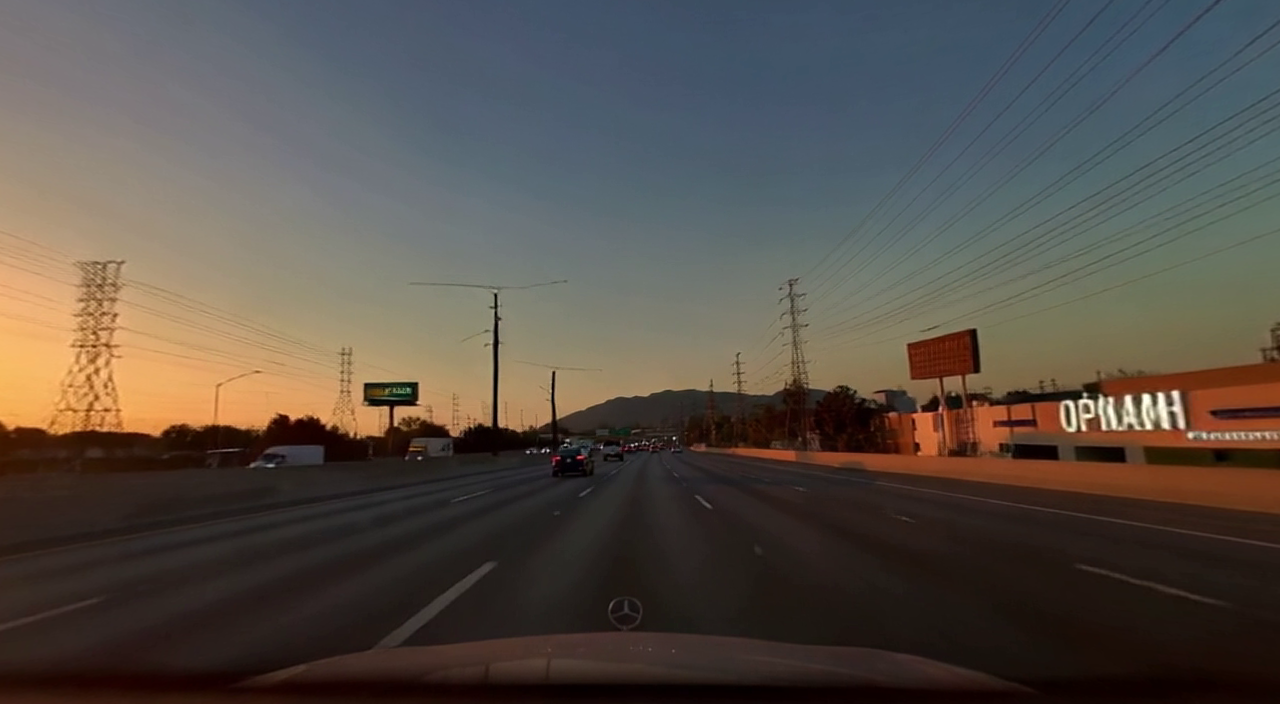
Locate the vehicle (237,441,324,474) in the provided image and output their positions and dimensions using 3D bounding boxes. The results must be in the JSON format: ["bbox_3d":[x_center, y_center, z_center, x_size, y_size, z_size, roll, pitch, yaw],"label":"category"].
[{"bbox_3d":[-26.641,7.837,47.146,3.012,2.300,6.199,0,-9,-2],"label":"vehicle"}]

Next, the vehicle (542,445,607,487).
[{"bbox_3d":[-2.396,4.322,24.175,1.891,1.444,3.968,-1,-8,3],"label":"vehicle"}]
